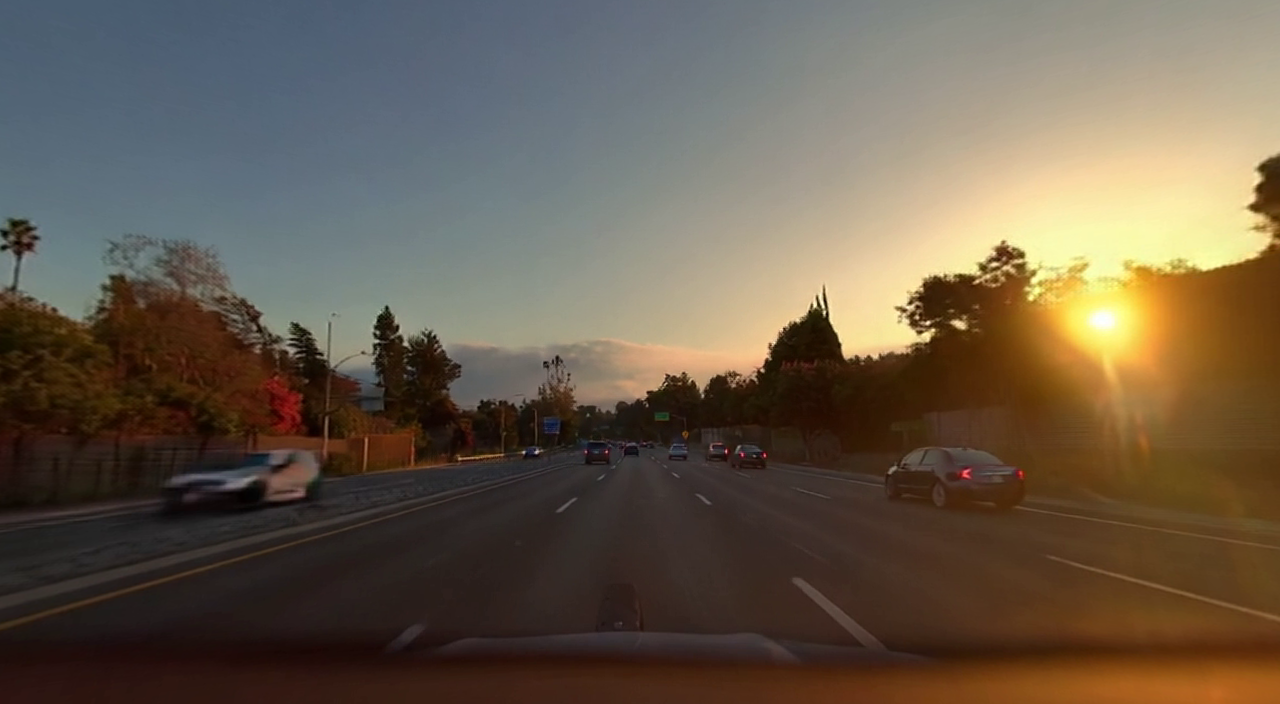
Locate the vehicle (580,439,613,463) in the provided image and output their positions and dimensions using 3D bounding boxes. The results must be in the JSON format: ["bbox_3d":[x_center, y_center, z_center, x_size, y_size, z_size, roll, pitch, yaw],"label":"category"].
[{"bbox_3d":[-3.342,7.724,49.437,2.230,1.827,4.406,0,-8,0],"label":"vehicle"}]

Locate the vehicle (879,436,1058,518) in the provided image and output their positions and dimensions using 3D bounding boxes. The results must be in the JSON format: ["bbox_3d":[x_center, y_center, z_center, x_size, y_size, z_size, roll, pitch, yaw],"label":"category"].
[{"bbox_3d":[6.844,2.605,13.697,1.838,1.518,3.713,0,-8,-1],"label":"vehicle"}]

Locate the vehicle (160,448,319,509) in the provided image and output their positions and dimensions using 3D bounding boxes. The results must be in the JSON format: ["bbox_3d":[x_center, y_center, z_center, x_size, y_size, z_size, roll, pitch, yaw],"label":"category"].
[{"bbox_3d":[-11.510,3.618,18.553,1.973,1.536,3.872,0,-8,3],"label":"vehicle"}]

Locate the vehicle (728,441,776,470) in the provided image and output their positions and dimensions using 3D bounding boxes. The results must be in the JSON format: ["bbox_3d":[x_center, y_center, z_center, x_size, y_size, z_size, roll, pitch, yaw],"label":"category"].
[{"bbox_3d":[6.542,6.080,37.399,1.987,1.597,4.463,0,-8,-1],"label":"vehicle"}]
